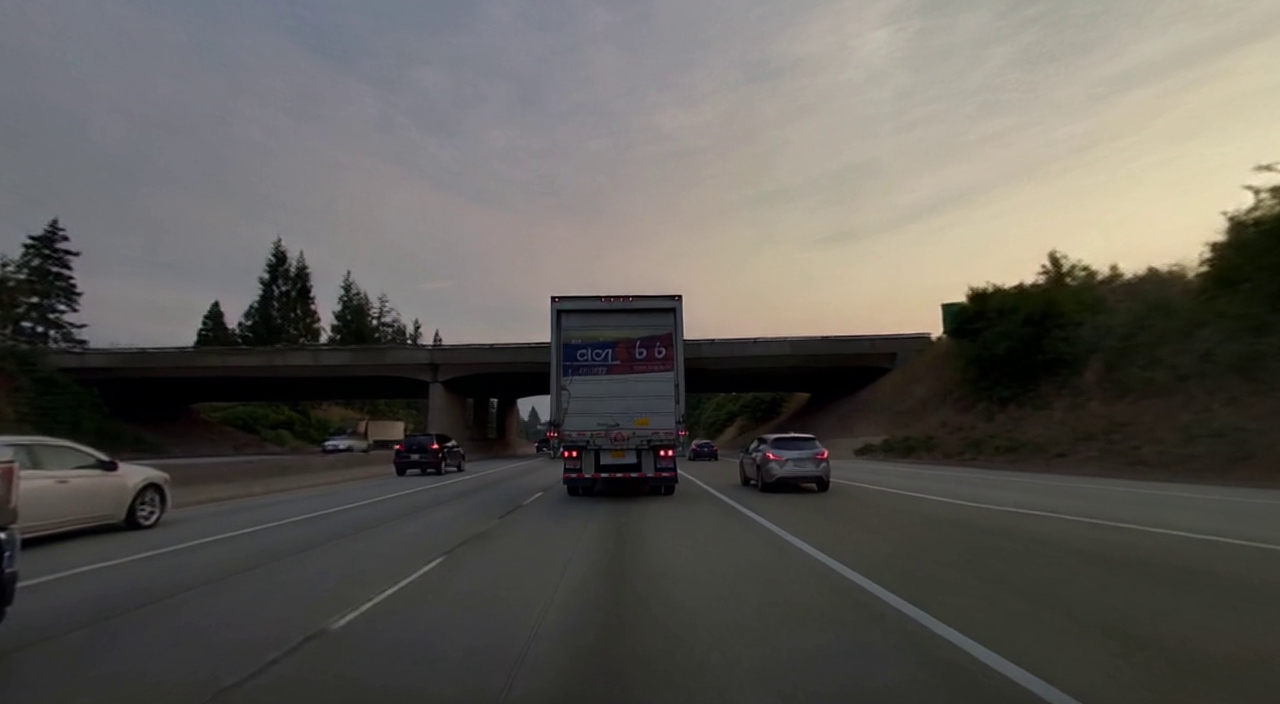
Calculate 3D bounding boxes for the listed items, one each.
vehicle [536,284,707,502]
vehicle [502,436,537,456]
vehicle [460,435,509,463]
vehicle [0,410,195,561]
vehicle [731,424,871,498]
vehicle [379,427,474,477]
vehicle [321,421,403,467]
[{"bbox_3d":[-0.514,1.343,15.858,2.911,3.787,9.905,0,-8,-2],"label":"vehicle"},{"bbox_3d":[-8.969,7.004,46.977,1.928,1.474,3.588,0,-8,0],"label":"vehicle"},{"bbox_3d":[-8.740,5.432,35.536,1.845,1.488,3.656,0,-8,0],"label":"vehicle"},{"bbox_3d":[-8.134,1.595,7.796,2.048,1.652,4.421,0,-8,-2],"label":"vehicle"},{"bbox_3d":[3.652,2.551,15.244,2.003,1.519,4.580,0,-8,-3],"label":"vehicle"},{"bbox_3d":[-7.957,3.759,23.994,2.057,1.698,4.550,0,-8,0],"label":"vehicle"},{"bbox_3d":[-16.482,5.479,37.679,2.270,2.482,5.811,0,-8,0],"label":"vehicle"}]
